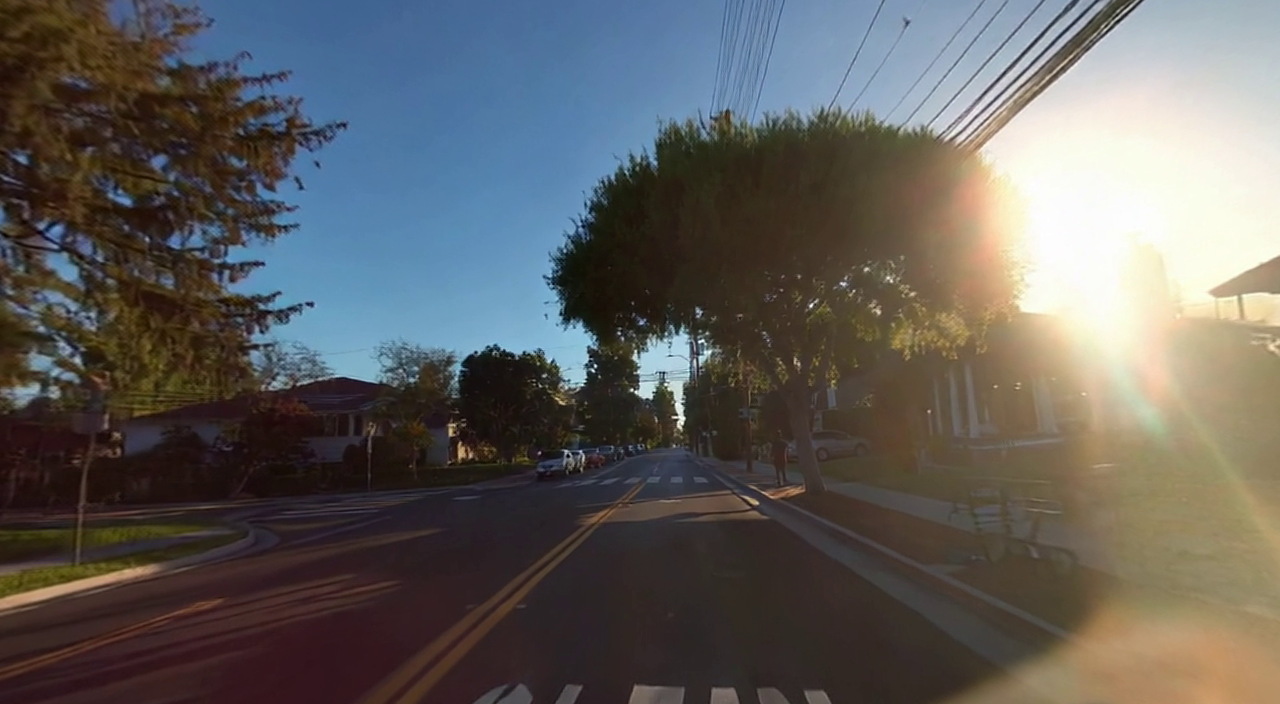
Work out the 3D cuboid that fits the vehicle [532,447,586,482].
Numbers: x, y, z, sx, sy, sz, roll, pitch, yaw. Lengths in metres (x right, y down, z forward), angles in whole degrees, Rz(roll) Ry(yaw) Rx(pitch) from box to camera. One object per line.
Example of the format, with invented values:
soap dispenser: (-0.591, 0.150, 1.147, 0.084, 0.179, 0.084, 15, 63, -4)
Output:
vehicle: (-4.432, 6.289, 35.540, 2.203, 1.787, 4.704, -1, -8, 3)
